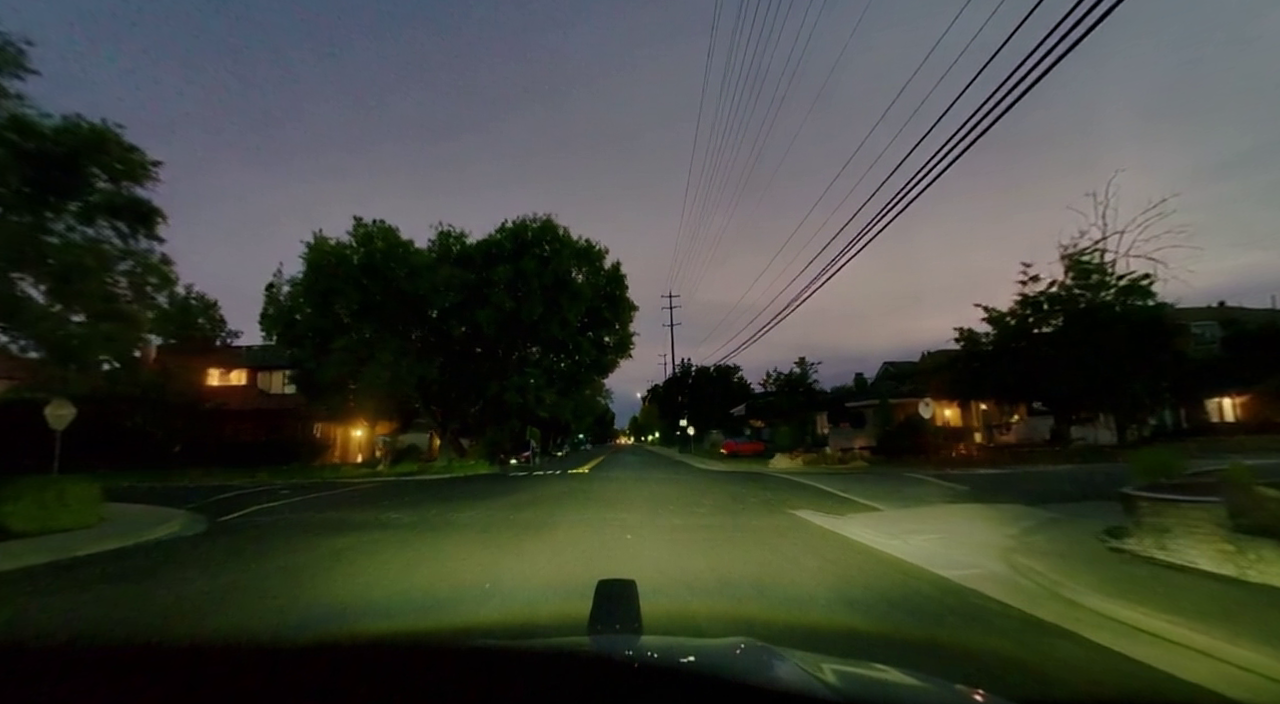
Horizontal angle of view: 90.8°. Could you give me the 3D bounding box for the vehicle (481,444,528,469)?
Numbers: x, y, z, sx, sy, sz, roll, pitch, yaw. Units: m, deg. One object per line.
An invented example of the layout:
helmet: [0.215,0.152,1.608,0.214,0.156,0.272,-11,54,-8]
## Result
vehicle: [-8.566,6.637,40.418,2.095,1.491,4.422,0,-8,-1]
